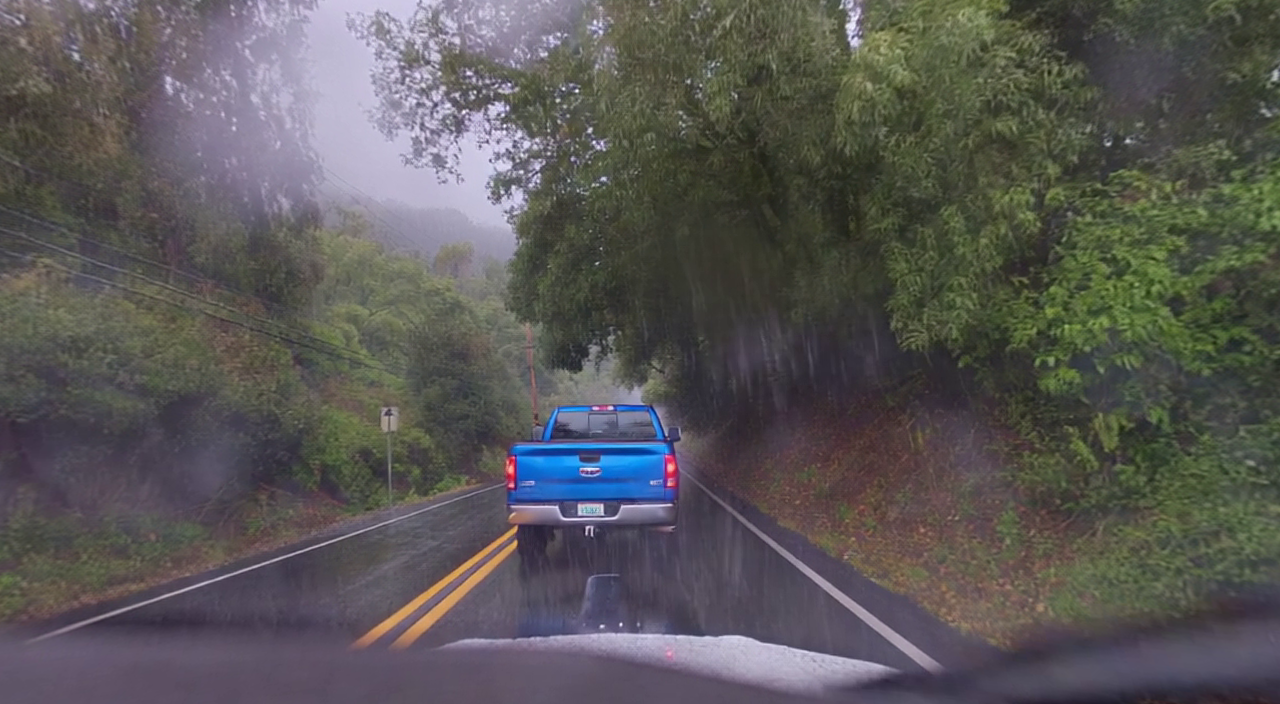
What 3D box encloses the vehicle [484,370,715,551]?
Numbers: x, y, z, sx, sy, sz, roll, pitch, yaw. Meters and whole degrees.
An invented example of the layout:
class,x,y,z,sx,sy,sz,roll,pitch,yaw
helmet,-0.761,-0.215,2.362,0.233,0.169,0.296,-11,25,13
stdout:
class,x,y,z,sx,sy,sz,roll,pitch,yaw
vehicle,-0.531,1.768,10.837,2.837,2.223,5.885,0,-8,-1
